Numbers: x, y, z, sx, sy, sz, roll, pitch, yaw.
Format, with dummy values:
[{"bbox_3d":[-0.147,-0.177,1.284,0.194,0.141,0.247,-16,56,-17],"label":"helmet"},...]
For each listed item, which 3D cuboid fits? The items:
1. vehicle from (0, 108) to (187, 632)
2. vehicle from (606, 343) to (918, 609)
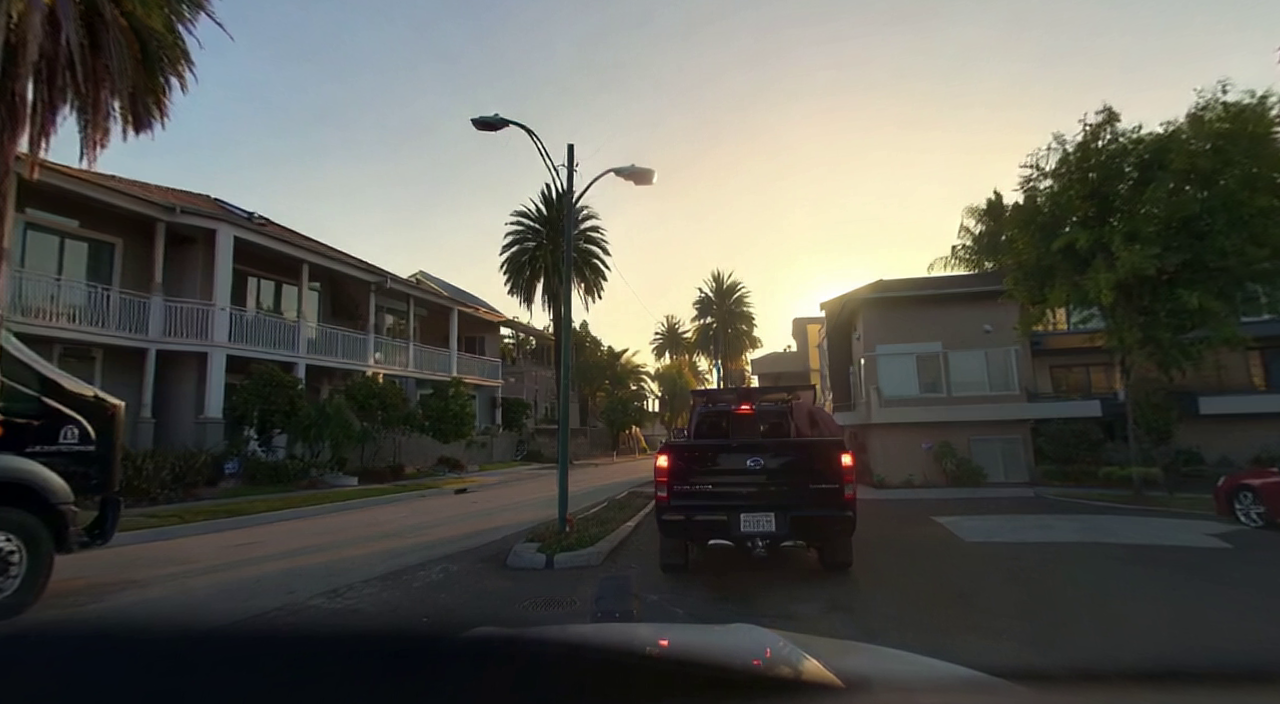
[{"bbox_3d":[-6.654,-0.426,0.827,2.998,3.659,10.517,-2,-9,10],"label":"vehicle"},{"bbox_3d":[1.165,1.403,8.006,2.418,2.078,5.866,-1,-9,4],"label":"vehicle"}]
